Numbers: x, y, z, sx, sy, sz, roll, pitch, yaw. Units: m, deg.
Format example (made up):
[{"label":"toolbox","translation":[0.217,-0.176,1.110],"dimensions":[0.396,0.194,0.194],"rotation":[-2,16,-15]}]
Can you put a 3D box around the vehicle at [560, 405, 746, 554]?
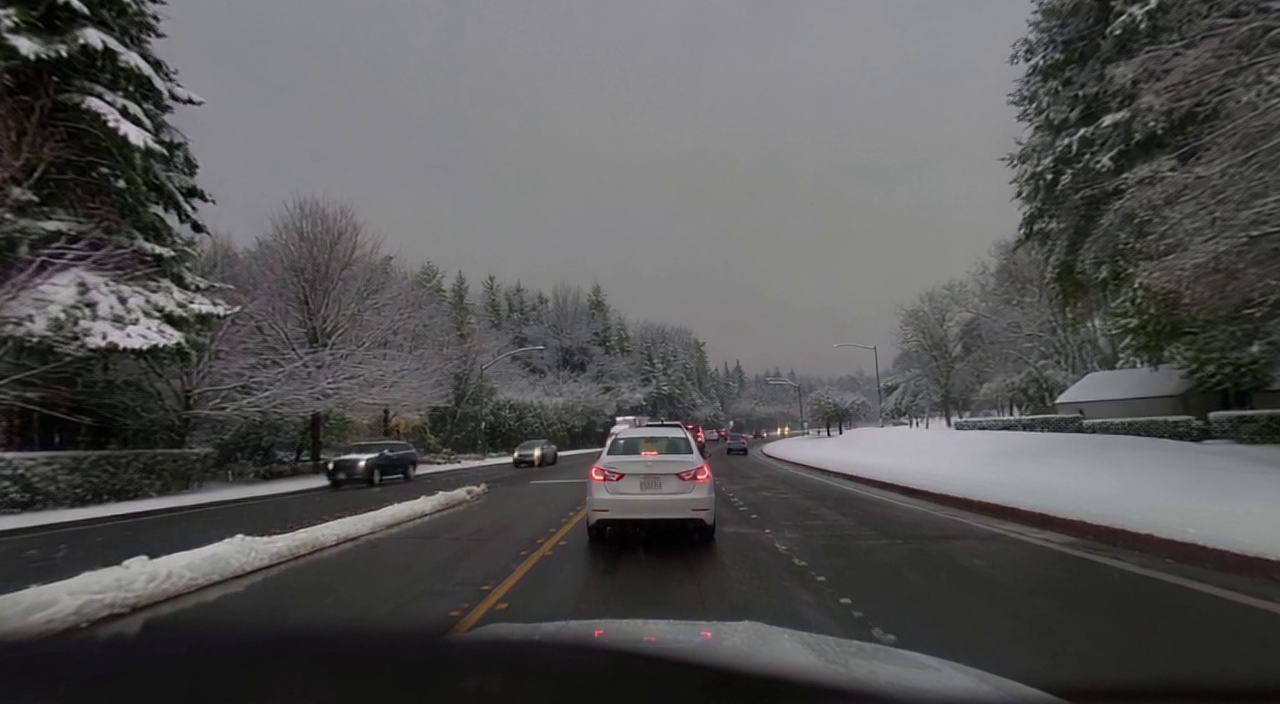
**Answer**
[{"label":"vehicle","translation":[0.182,1.789,9.498],"dimensions":[2.154,1.710,4.128],"rotation":[-1,-8,1]}]

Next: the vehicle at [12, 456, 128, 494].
[{"label":"vehicle","translation":[-27.310,5.879,30.269],"dimensions":[4.272,1.438,1.801],"rotation":[-5,-9,9]}]

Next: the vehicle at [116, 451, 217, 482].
[{"label":"vehicle","translation":[-26.673,6.460,35.605],"dimensions":[4.256,1.633,1.940],"rotation":[-1,-8,7]}]

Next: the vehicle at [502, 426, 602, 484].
[{"label":"vehicle","translation":[-2.906,3.576,22.103],"dimensions":[2.057,1.786,4.725],"rotation":[-2,-8,11]}]

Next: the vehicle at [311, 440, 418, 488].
[{"label":"vehicle","translation":[-10.561,4.297,24.601],"dimensions":[2.005,1.701,4.355],"rotation":[-1,-8,3]}]
